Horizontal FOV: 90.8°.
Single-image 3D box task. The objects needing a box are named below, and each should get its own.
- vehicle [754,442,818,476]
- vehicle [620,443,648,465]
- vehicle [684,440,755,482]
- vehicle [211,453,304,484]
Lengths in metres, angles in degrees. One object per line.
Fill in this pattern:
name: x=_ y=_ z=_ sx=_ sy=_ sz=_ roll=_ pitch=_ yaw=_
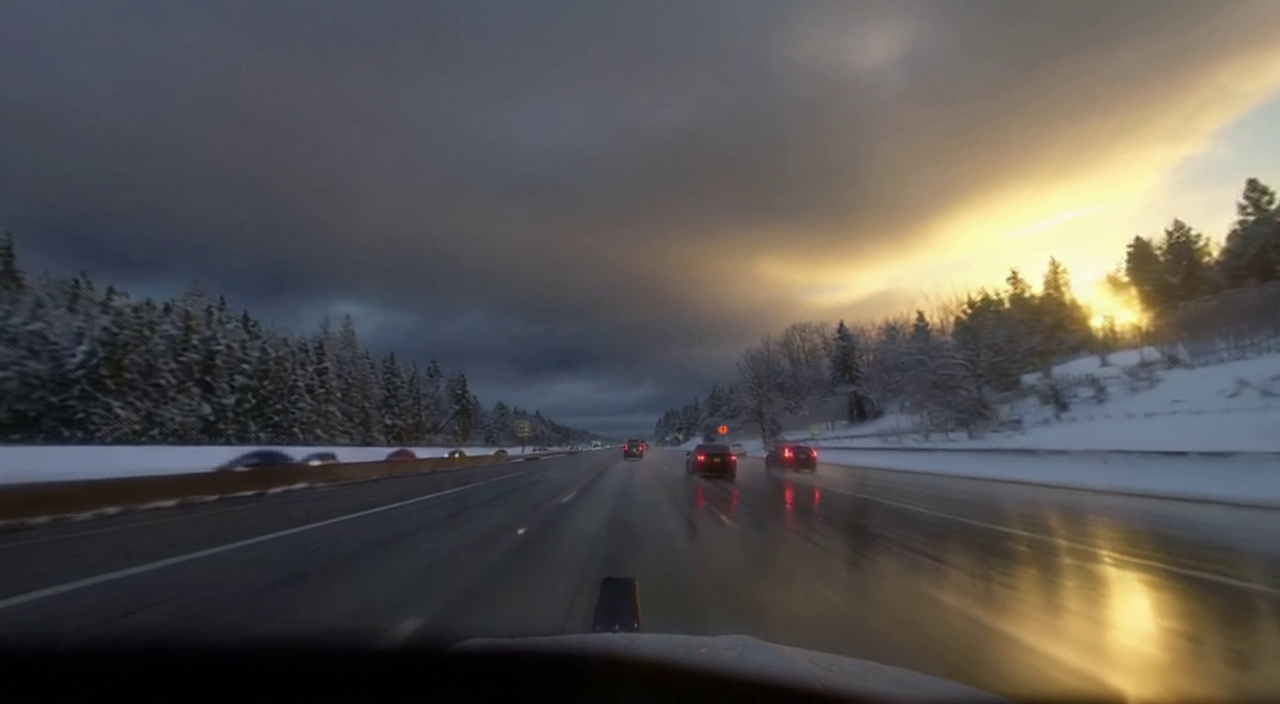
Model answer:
vehicle: x=6.998 y=5.155 z=30.764 sx=1.946 sy=1.497 sz=4.467 roll=0 pitch=-9 yaw=-2
vehicle: x=-0.513 y=7.786 z=48.354 sx=2.029 sy=1.595 sz=4.207 roll=0 pitch=-9 yaw=-2
vehicle: x=3.057 y=4.309 z=25.297 sx=2.076 sy=1.472 sz=4.562 roll=0 pitch=-9 yaw=-2
vehicle: x=-20.066 y=6.089 z=33.420 sx=1.998 sy=1.460 sz=4.654 roll=0 pitch=-9 yaw=0
